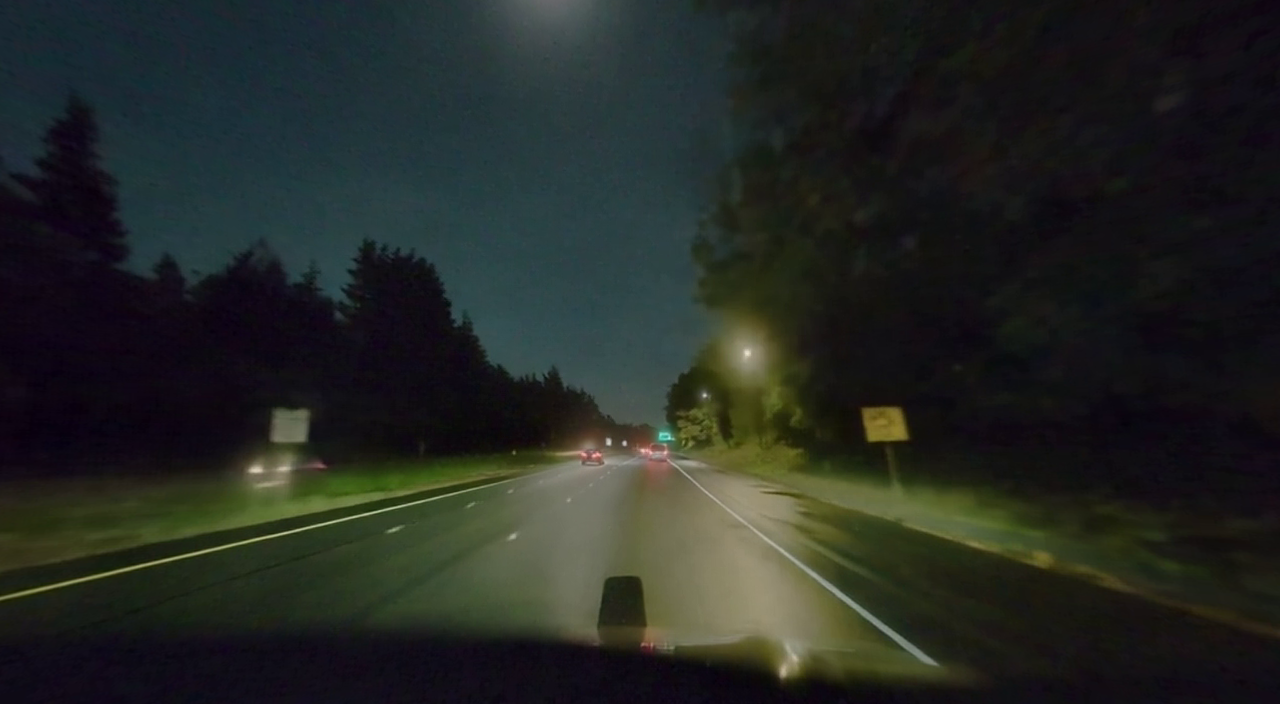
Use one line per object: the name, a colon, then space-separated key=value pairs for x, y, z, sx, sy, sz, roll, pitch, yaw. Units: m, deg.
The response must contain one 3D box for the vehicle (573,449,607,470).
vehicle: x=-3.564 y=7.726 z=45.314 sx=2.033 sy=1.449 sz=3.957 roll=0 pitch=-9 yaw=1
